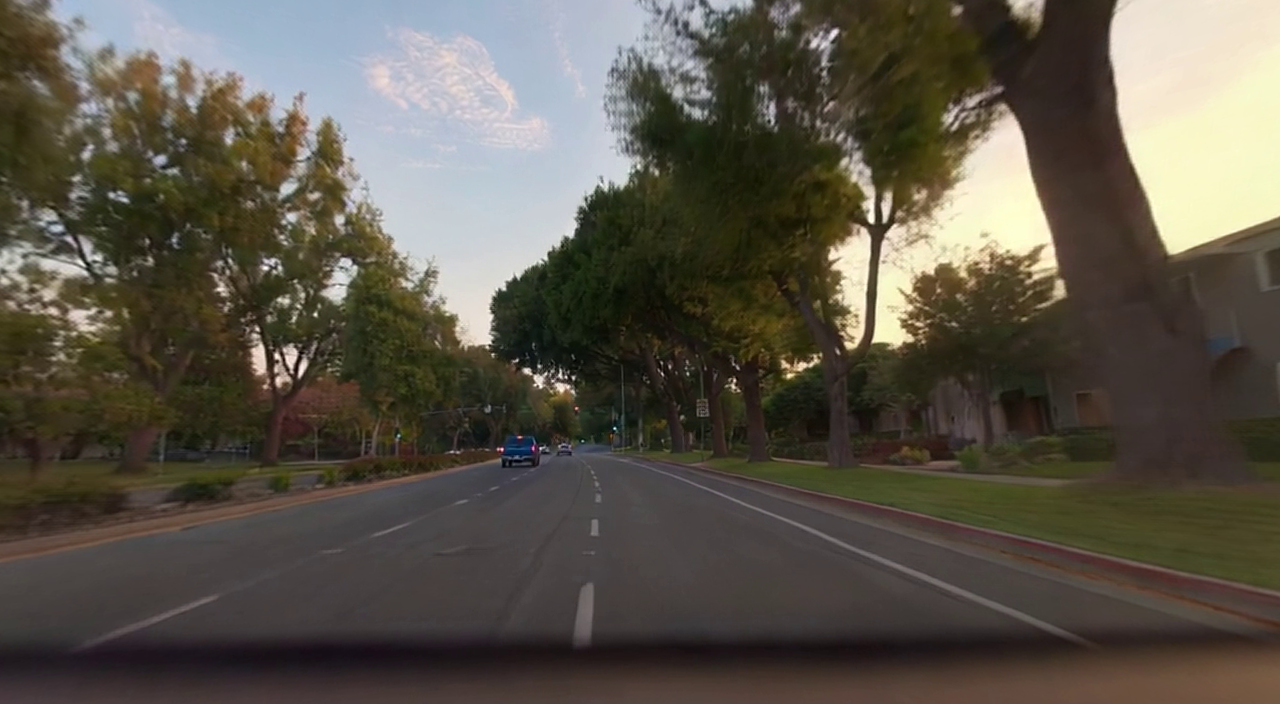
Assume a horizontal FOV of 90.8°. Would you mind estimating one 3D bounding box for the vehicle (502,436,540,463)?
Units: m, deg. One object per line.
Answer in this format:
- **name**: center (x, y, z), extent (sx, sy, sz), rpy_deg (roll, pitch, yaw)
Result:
- **vehicle**: center (-8.809, 7.317, 47.369), extent (2.267, 1.849, 6.402), rpy_deg (1, -9, -6)
